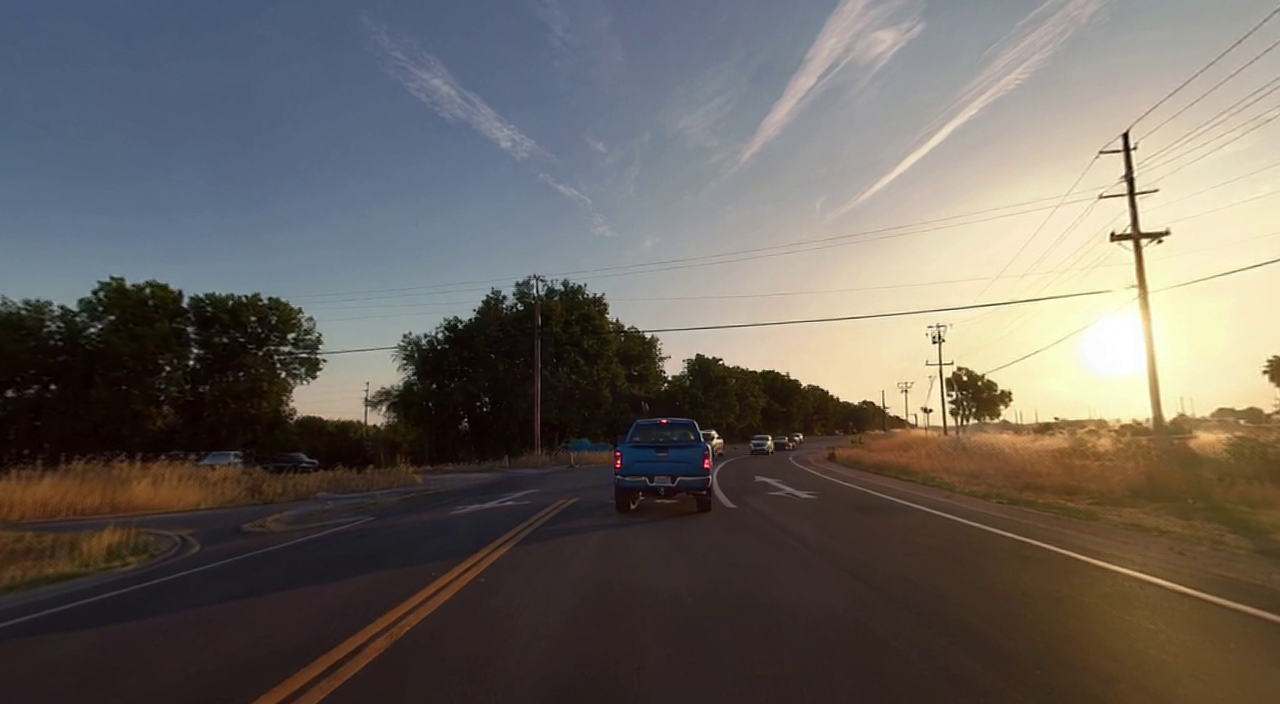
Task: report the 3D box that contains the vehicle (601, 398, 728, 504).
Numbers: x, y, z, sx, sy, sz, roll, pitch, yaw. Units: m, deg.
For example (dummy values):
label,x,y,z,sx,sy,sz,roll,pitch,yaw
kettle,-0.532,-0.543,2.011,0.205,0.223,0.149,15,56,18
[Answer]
label,x,y,z,sx,sy,sz,roll,pitch,yaw
vehicle,0.663,2.529,16.398,2.693,2.223,5.885,-1,-8,3
